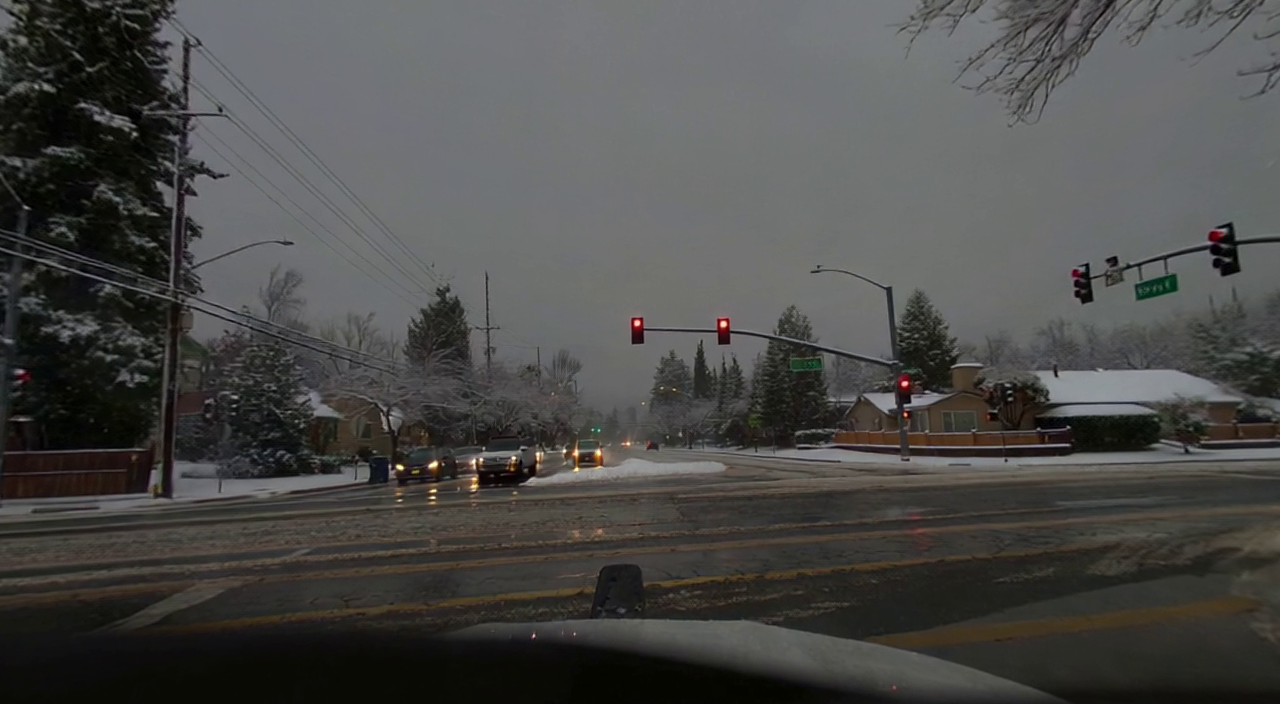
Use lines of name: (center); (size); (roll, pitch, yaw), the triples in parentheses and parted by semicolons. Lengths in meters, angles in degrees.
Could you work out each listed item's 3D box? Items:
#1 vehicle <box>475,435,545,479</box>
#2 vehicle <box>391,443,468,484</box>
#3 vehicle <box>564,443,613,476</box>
vehicle: (-6.400, 5.226, 31.763); (2.479, 1.977, 5.254); (0, -9, -1)
vehicle: (-10.173, 5.390, 30.983); (2.241, 1.819, 4.690); (0, -9, -1)
vehicle: (-2.419, 5.215, 30.925); (2.174, 1.477, 4.805); (0, -9, -2)
